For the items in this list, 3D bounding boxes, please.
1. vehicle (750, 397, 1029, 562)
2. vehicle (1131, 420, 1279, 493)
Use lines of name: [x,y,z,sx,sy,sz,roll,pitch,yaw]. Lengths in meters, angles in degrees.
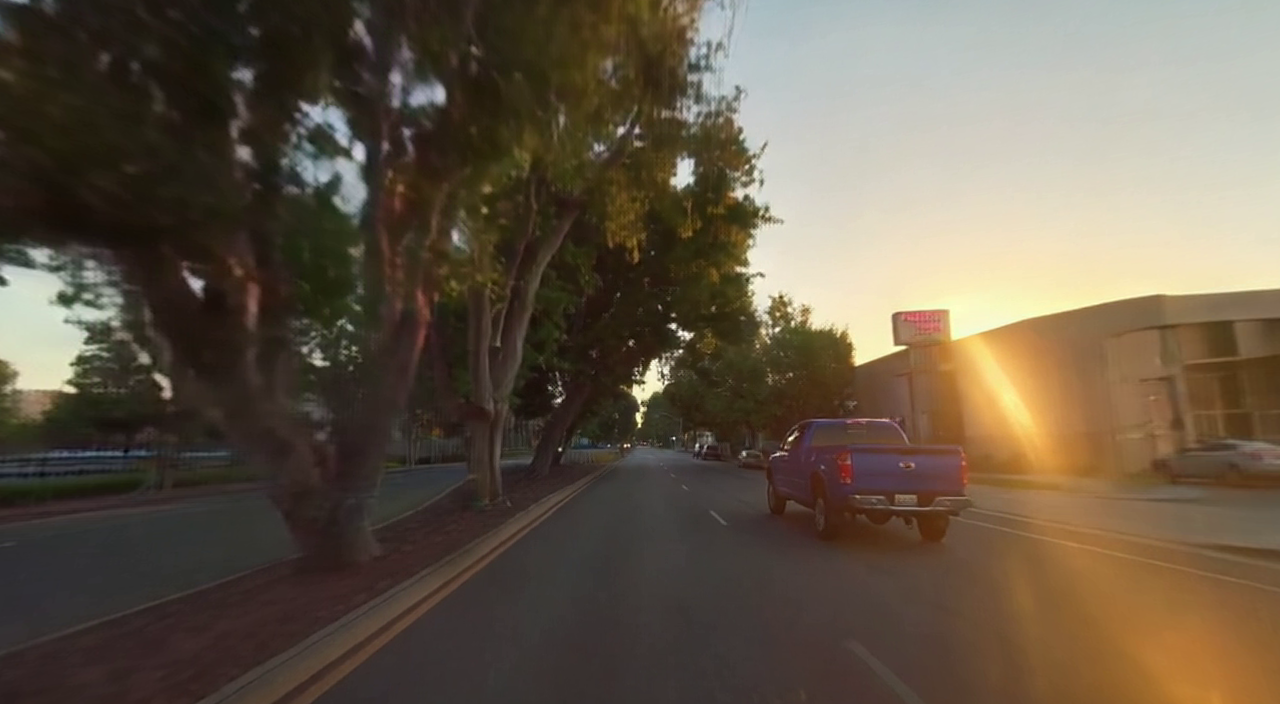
vehicle: [3.255,1.824,9.775,2.085,1.828,5.383,0,-8,0]
vehicle: [16.061,2.773,16.885,1.952,1.691,4.743,0,-8,0]
